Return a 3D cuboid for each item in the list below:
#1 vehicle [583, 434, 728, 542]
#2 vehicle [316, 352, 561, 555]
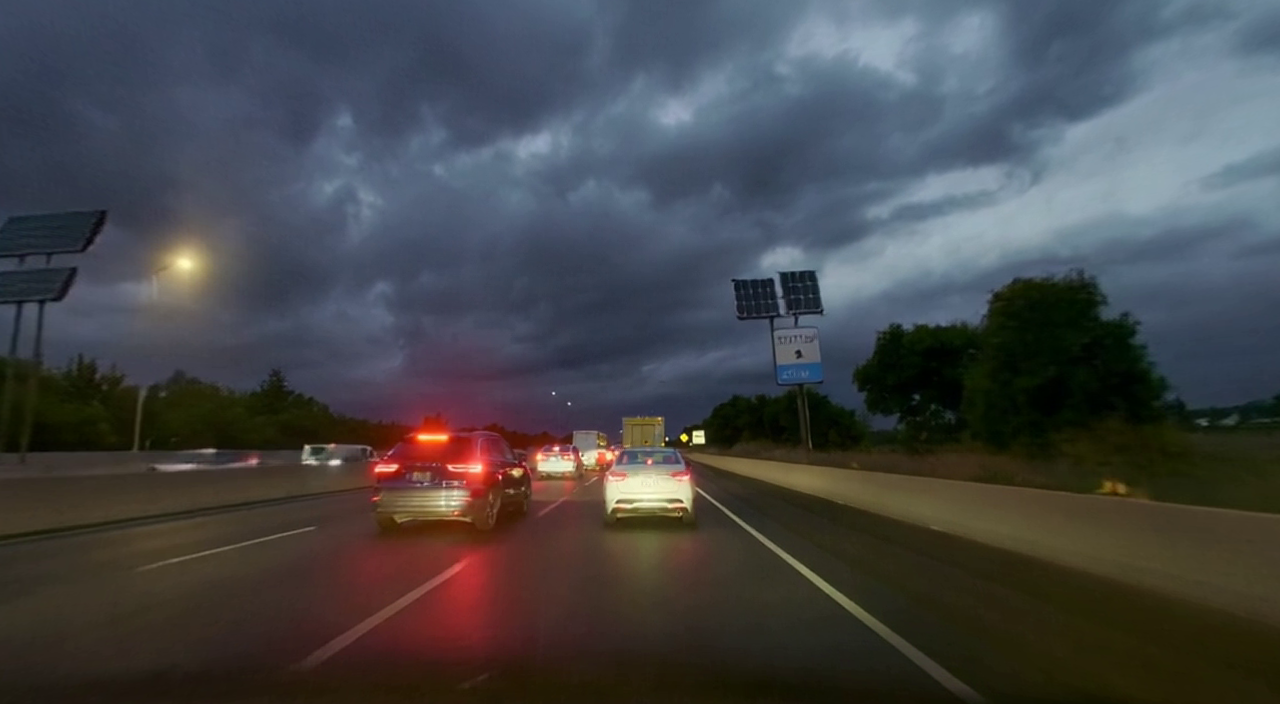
[{"bbox_3d":[0.200,2.218,10.809,2.063,1.507,3.488,0,-9,0],"label":"vehicle"},{"bbox_3d":[-3.166,1.887,12.028,2.289,2.757,6.726,0,-9,1],"label":"vehicle"}]
